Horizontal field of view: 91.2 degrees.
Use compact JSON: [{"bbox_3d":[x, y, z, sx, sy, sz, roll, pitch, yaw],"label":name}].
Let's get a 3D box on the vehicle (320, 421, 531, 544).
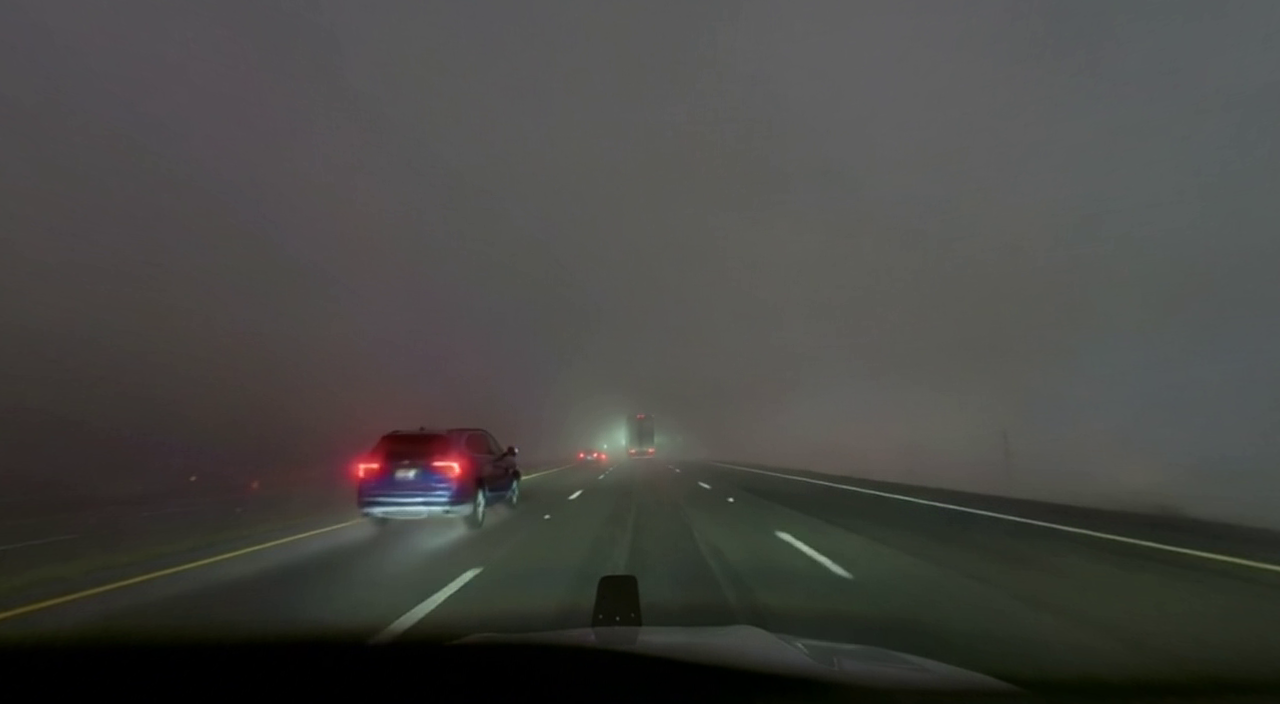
[{"bbox_3d":[-3.368,2.155,10.926,2.160,1.691,4.243,0,-9,0],"label":"vehicle"}]
